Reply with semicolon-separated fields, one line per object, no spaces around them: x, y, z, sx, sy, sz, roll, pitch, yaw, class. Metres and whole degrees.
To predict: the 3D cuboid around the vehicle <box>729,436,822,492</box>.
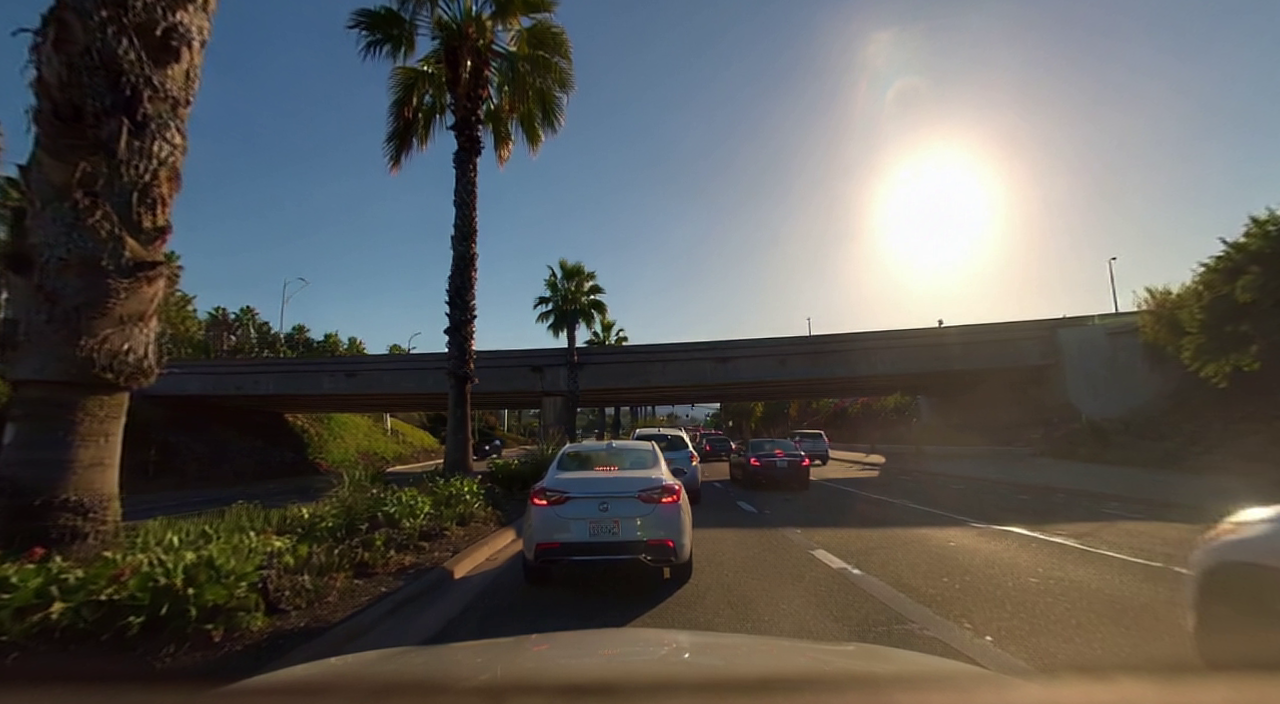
4.069;3.430;19.703;2.034;1.517;4.840;0;-8;2;vehicle

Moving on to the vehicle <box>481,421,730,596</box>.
-0.239;1.668;7.561;2.172;1.506;4.018;0;-9;2;vehicle

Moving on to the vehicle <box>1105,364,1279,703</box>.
3.956;0.660;1.463;2.149;1.609;4.807;0;-9;2;vehicle
